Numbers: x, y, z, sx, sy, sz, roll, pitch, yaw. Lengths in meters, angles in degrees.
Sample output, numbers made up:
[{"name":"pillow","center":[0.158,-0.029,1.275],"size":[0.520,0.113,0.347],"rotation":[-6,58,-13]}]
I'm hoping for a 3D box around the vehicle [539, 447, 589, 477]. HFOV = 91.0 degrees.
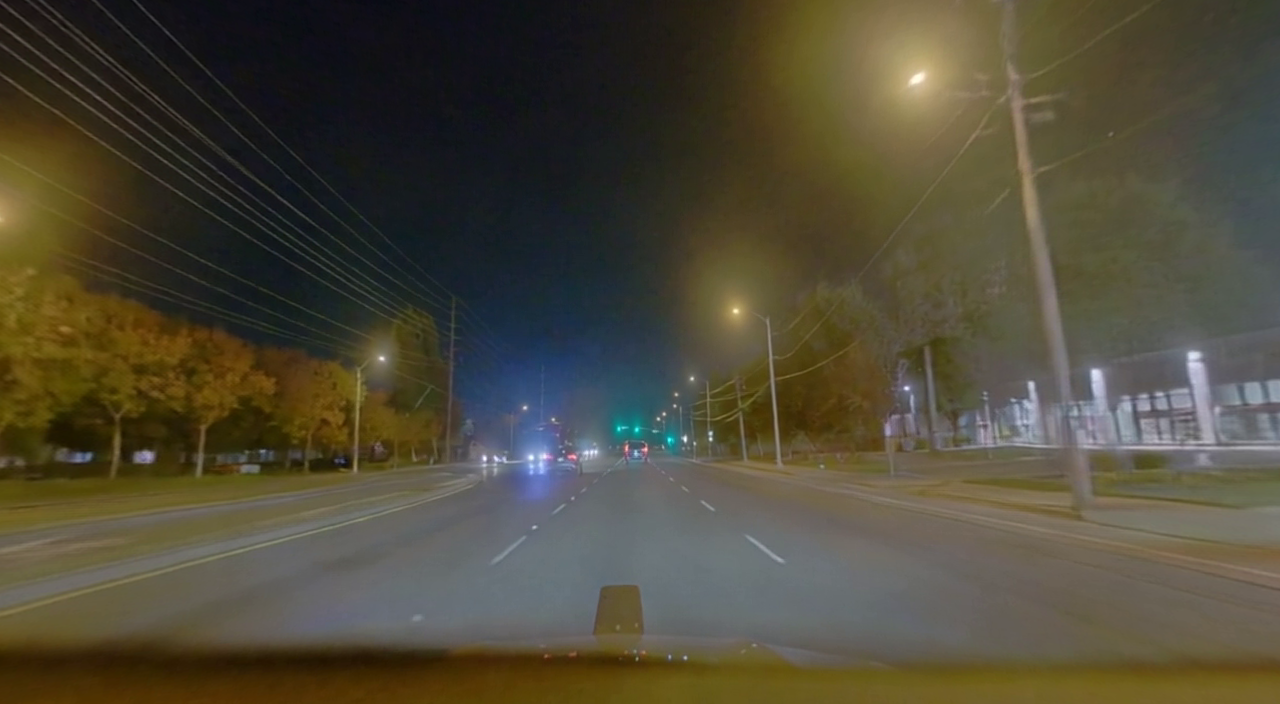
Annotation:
[{"name":"vehicle","center":[-3.853,5.668,32.630],"size":[2.076,1.444,4.328],"rotation":[0,-9,-1]}]
